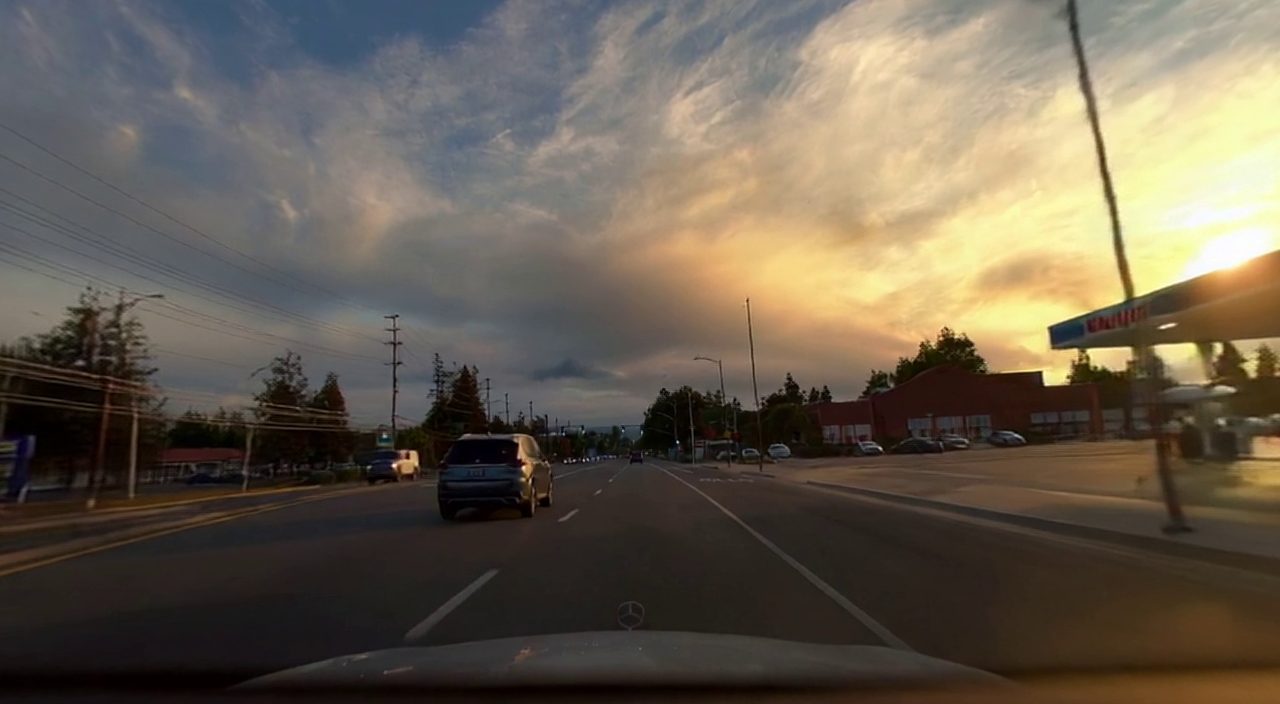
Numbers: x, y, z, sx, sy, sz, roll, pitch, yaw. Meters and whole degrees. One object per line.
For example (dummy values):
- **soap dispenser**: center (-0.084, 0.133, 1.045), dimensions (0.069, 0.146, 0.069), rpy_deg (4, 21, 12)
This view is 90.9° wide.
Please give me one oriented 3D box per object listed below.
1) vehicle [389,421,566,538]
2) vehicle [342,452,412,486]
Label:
- **vehicle**: center (-2.877, 2.391, 12.499), dimensions (2.190, 1.844, 4.751), rpy_deg (0, -8, 1)
- **vehicle**: center (-18.443, 8.198, 44.564), dimensions (2.426, 2.160, 5.660), rpy_deg (0, -8, 1)
